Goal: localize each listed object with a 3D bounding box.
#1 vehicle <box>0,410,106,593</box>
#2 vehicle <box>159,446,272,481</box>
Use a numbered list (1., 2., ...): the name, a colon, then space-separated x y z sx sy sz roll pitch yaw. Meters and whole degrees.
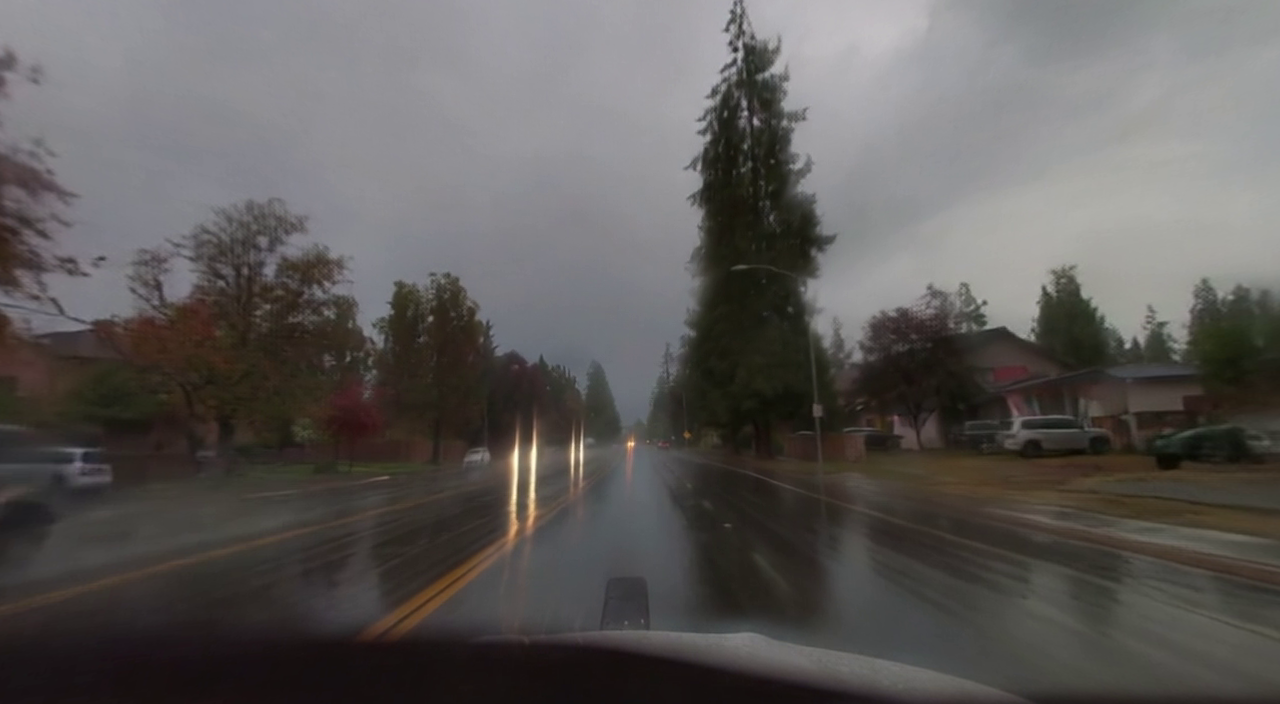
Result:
1. vehicle: -7.170 1.290 5.039 2.000 1.738 4.251 0 -8 1
2. vehicle: -22.426 5.885 33.431 4.530 1.769 2.003 0 -8 1
